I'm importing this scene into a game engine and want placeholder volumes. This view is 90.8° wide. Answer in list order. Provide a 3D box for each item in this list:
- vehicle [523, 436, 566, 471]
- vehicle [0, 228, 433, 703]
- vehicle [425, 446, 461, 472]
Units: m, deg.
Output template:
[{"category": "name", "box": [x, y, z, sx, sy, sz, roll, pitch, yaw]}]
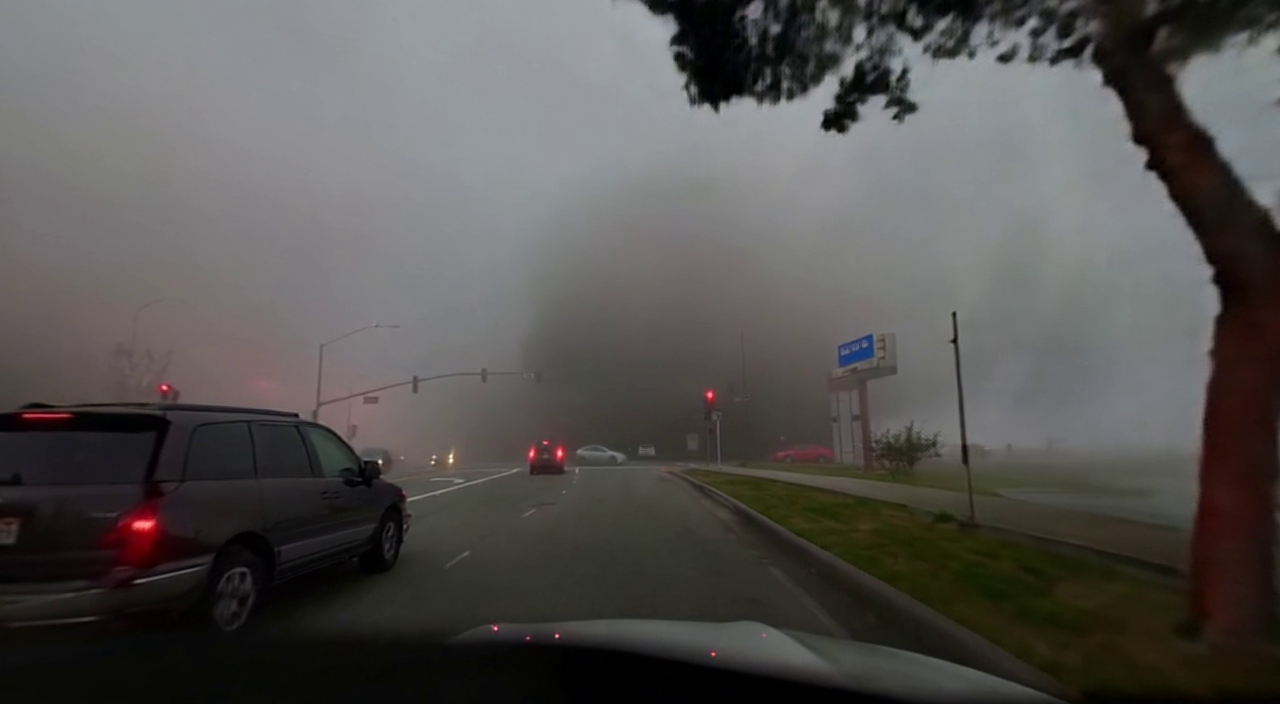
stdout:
[{"category": "vehicle", "box": [-5.302, 5.689, 35.646, 2.134, 1.799, 5.082, 1, -9, -6]}, {"category": "vehicle", "box": [-3.357, 0.761, 3.437, 2.509, 1.885, 5.831, 0, -9, 0]}, {"category": "vehicle", "box": [-13.102, 7.110, 42.254, 1.925, 1.631, 4.250, 2, -9, -12]}]
